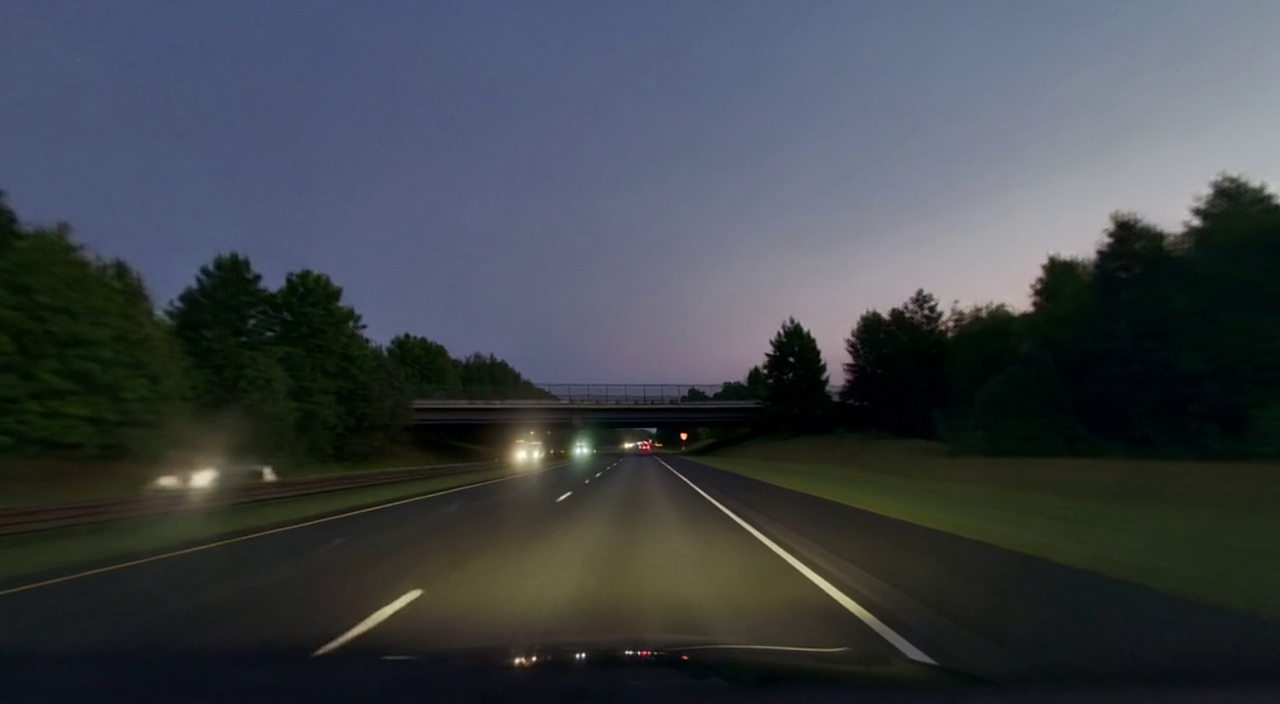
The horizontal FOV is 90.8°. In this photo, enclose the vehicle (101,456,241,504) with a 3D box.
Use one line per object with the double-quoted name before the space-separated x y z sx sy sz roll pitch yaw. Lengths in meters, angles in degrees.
"vehicle" -16.793 4.571 22.899 1.833 1.476 4.198 0 -9 0
